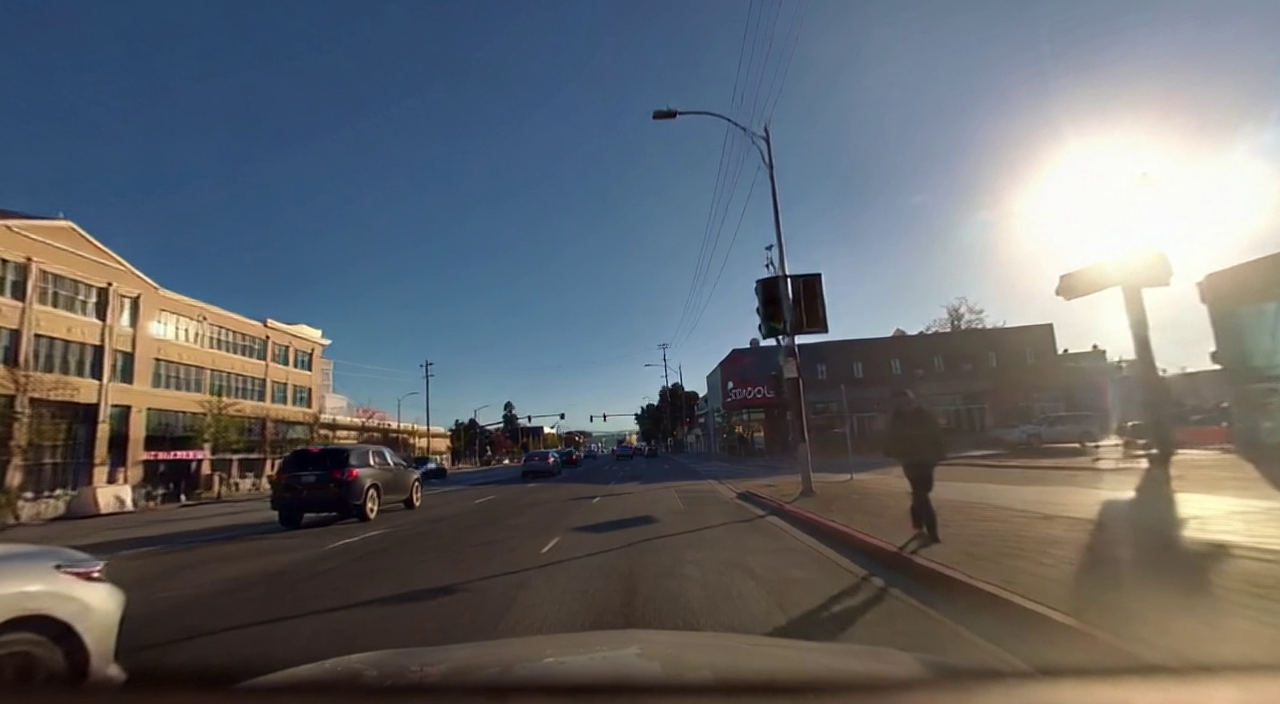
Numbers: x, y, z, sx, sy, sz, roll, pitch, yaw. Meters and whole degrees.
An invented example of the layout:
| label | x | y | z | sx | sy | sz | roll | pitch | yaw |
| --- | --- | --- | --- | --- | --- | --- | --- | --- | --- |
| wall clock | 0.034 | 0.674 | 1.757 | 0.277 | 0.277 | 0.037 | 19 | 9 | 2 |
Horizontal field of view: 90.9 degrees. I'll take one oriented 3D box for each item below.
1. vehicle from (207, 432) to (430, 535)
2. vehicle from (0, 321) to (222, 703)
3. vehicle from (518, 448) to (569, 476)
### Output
| label | x | y | z | sx | sy | sz | roll | pitch | yaw |
| --- | --- | --- | --- | --- | --- | --- | --- | --- | --- |
| vehicle | -6.197 | 2.600 | 13.010 | 2.007 | 1.698 | 4.759 | 0 | -9 | 1 |
| vehicle | -3.229 | 0.537 | 0.581 | 2.277 | 1.743 | 4.893 | 0 | -9 | 0 |
| vehicle | -5.339 | 6.167 | 35.450 | 2.030 | 1.488 | 4.650 | 0 | -9 | 2 |
